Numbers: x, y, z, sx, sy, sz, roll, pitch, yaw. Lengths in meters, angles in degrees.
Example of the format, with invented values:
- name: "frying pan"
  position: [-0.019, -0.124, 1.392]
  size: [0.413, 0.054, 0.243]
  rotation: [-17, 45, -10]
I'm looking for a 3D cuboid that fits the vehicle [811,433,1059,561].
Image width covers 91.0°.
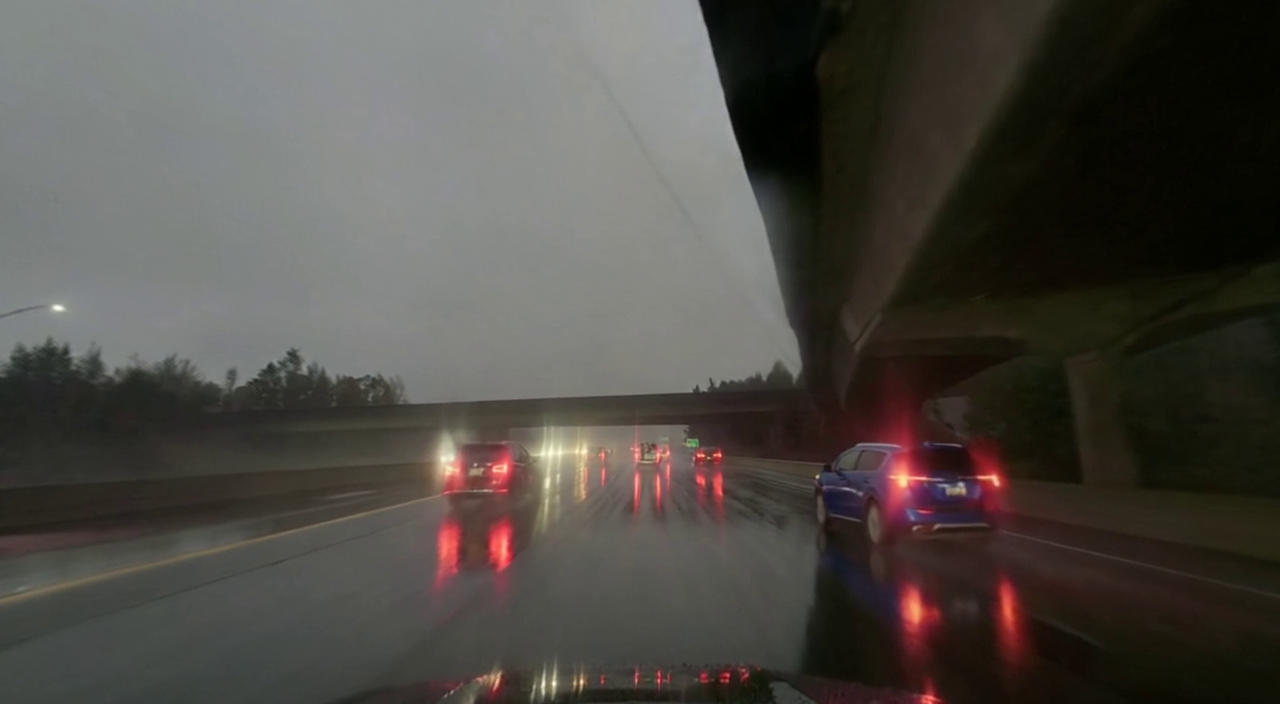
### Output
- name: "vehicle"
  position: [4.131, 2.065, 9.651]
  size: [1.959, 1.554, 3.795]
  rotation: [0, -9, 0]

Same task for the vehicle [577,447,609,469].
- name: "vehicle"
  position: [-3.381, 7.739, 46.202]
  size: [1.994, 1.475, 4.171]
  rotation: [0, -9, 0]

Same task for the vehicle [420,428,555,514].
- name: "vehicle"
  position: [-3.463, 2.809, 15.354]
  size: [2.089, 1.751, 4.515]
  rotation: [0, -9, 1]

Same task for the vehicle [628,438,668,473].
- name: "vehicle"
  position: [0.426, 5.969, 36.446]
  size: [2.155, 1.909, 4.529]
  rotation: [0, -9, 0]

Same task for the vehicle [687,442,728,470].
- name: "vehicle"
  position: [4.547, 7.125, 43.251]
  size: [2.231, 1.807, 4.588]
  rotation: [0, -9, -1]
